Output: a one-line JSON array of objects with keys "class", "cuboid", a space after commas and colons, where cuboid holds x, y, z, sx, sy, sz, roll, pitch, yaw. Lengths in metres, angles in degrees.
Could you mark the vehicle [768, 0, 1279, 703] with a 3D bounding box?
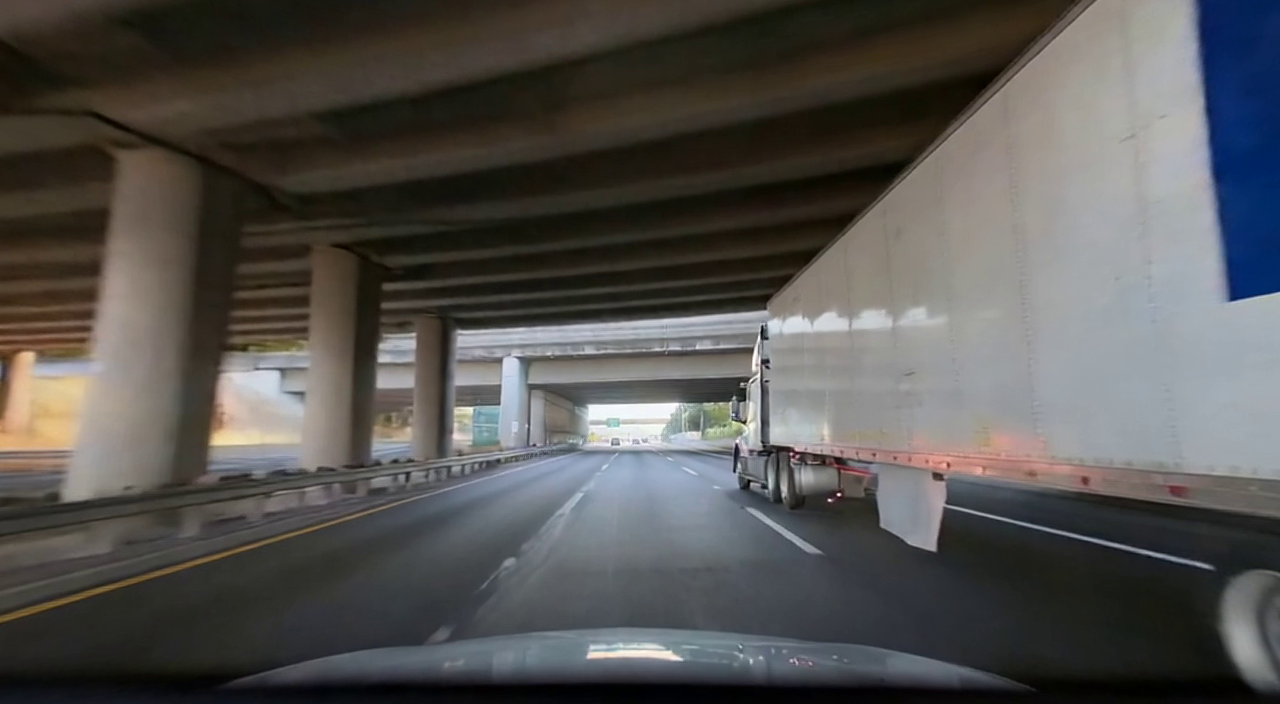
[{"class": "vehicle", "cuboid": [4.212, -0.073, 5.329, 3.034, 4.194, 14.704, 0, -8, 0]}]
